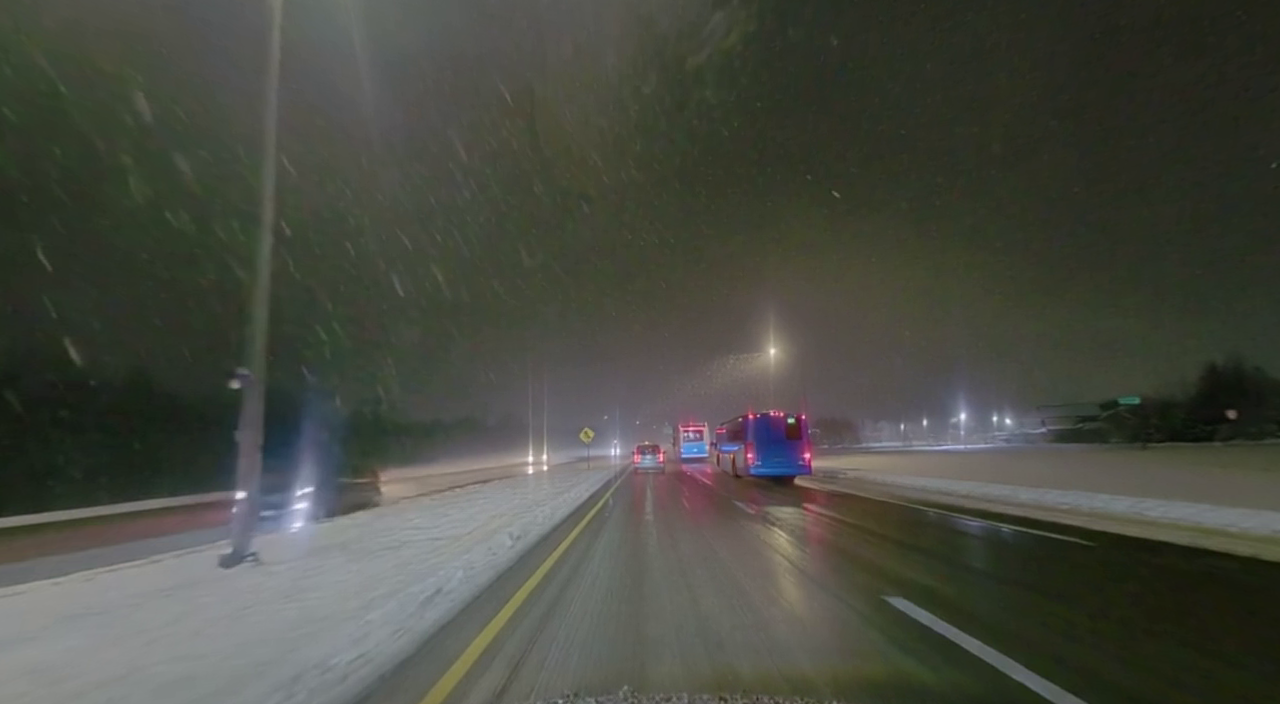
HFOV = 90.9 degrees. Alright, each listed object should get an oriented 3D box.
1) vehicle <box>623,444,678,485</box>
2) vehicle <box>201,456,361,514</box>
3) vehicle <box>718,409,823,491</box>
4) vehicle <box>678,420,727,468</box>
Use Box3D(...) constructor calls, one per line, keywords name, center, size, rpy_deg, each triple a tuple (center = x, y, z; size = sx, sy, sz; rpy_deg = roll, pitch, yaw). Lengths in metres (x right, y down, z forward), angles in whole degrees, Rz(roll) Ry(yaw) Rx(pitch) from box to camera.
Box3D(name="vehicle", center=(0.382, 4.358, 24.663), size=(2.004, 1.449, 3.817), rpy_deg=(0, -9, 0))
Box3D(name="vehicle", center=(-10.466, 3.881, 18.858), size=(2.076, 1.459, 4.477), rpy_deg=(0, -9, 1))
Box3D(name="vehicle", center=(4.436, 3.523, 22.702), size=(2.440, 2.555, 5.957), rpy_deg=(0, -9, -1))
Box3D(name="vehicle", center=(4.661, 7.102, 48.617), size=(2.883, 3.358, 7.942), rpy_deg=(0, -9, -1))
